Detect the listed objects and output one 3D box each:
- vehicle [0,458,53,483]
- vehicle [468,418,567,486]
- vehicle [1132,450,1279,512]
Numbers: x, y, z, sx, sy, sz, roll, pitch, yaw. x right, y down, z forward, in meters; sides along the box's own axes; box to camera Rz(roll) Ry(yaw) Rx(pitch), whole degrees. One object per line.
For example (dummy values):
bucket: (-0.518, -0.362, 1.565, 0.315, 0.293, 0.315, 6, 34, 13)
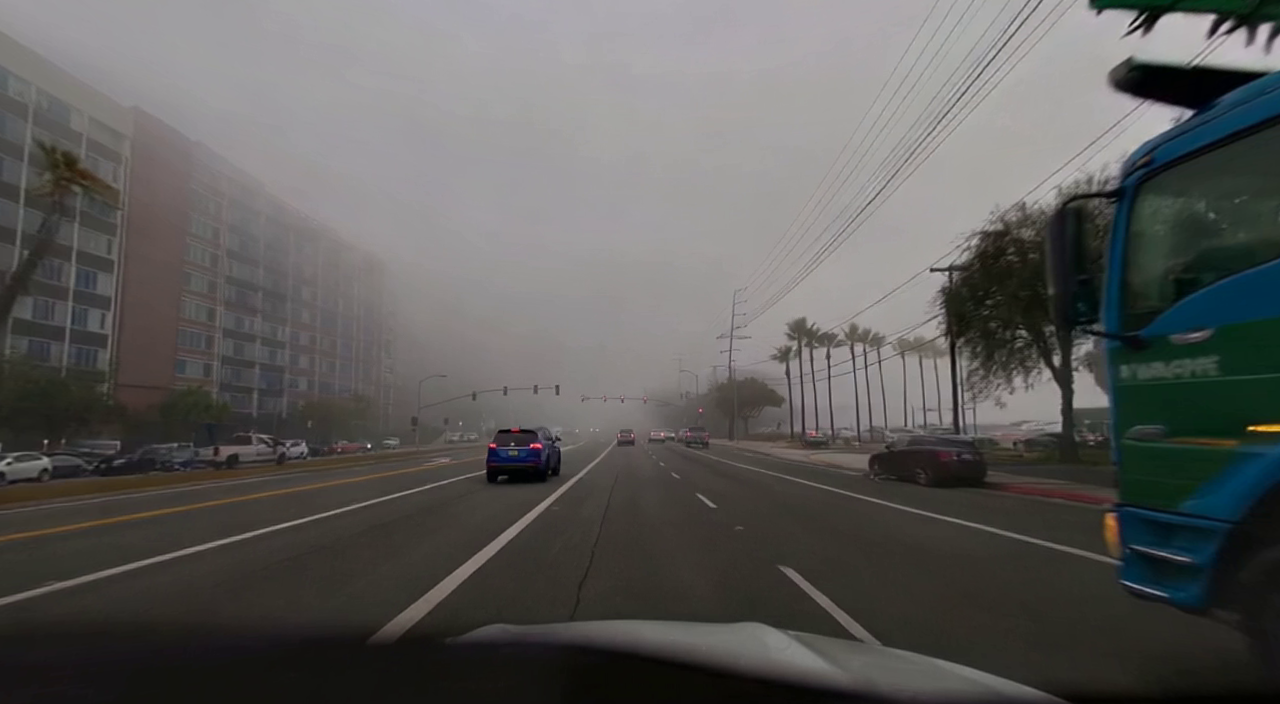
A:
vehicle: (-40.757, 7.656, 41.060, 1.768, 1.455, 4.568, 2, -9, -15)
vehicle: (-3.530, 2.997, 19.100, 2.136, 1.779, 4.417, 0, -9, 0)
vehicle: (17.198, 3.683, 18.580, 1.881, 1.556, 4.215, 0, -9, -3)
